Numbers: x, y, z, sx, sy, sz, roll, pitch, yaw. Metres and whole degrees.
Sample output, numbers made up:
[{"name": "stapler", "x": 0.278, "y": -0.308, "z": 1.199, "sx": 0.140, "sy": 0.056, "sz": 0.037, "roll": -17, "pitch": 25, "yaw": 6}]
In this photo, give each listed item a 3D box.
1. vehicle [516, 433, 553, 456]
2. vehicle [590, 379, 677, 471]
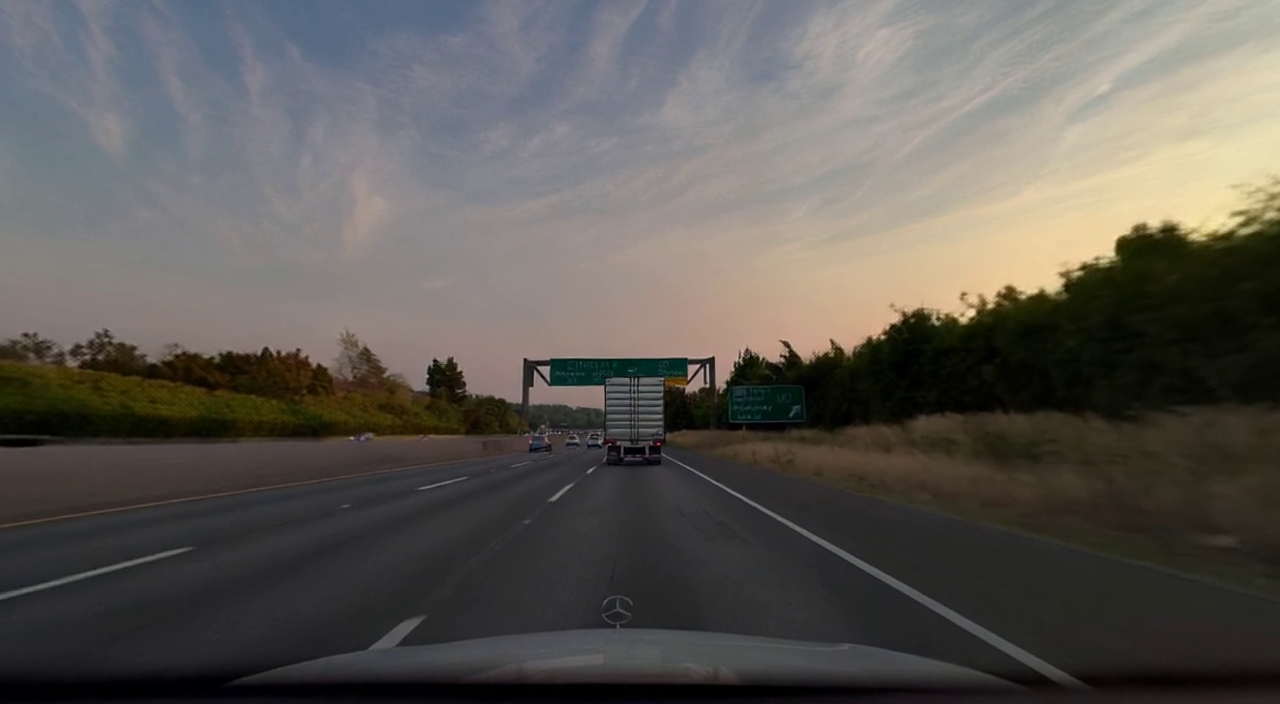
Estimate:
[{"name": "vehicle", "x": -7.153, "y": 6.317, "z": 42.945, "sx": 1.856, "sy": 1.479, "sz": 3.710, "roll": 0, "pitch": -8, "yaw": 0}, {"name": "vehicle", "x": -0.347, "y": 3.660, "z": 30.687, "sx": 3.033, "sy": 3.223, "sz": 14.836, "roll": 4, "pitch": -7, "yaw": 0}]
